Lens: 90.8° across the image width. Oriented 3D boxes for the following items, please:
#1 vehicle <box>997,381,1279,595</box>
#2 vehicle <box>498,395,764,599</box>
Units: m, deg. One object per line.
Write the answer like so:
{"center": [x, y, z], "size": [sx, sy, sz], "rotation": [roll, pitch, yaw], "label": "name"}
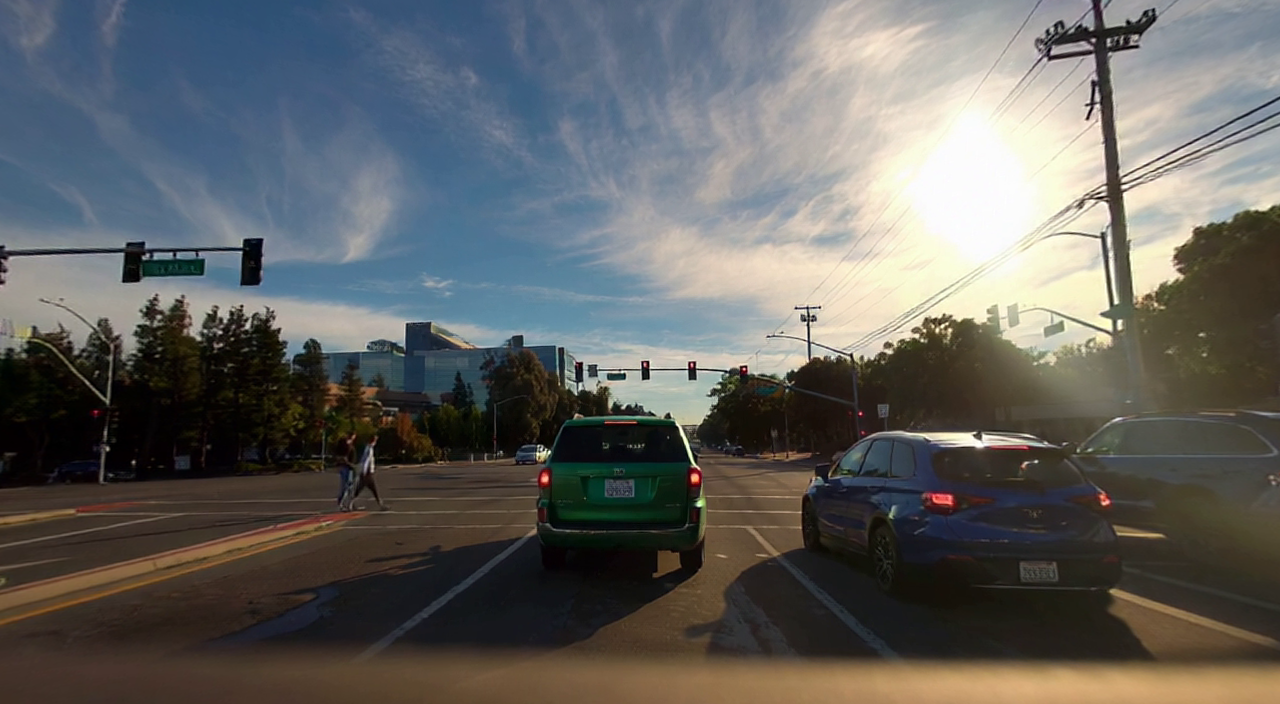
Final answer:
{"center": [6.578, 1.438, 7.240], "size": [2.119, 1.827, 4.806], "rotation": [0, -9, 0], "label": "vehicle"}
{"center": [-0.109, 1.564, 7.640], "size": [2.285, 1.729, 4.252], "rotation": [0, -9, -1], "label": "vehicle"}
